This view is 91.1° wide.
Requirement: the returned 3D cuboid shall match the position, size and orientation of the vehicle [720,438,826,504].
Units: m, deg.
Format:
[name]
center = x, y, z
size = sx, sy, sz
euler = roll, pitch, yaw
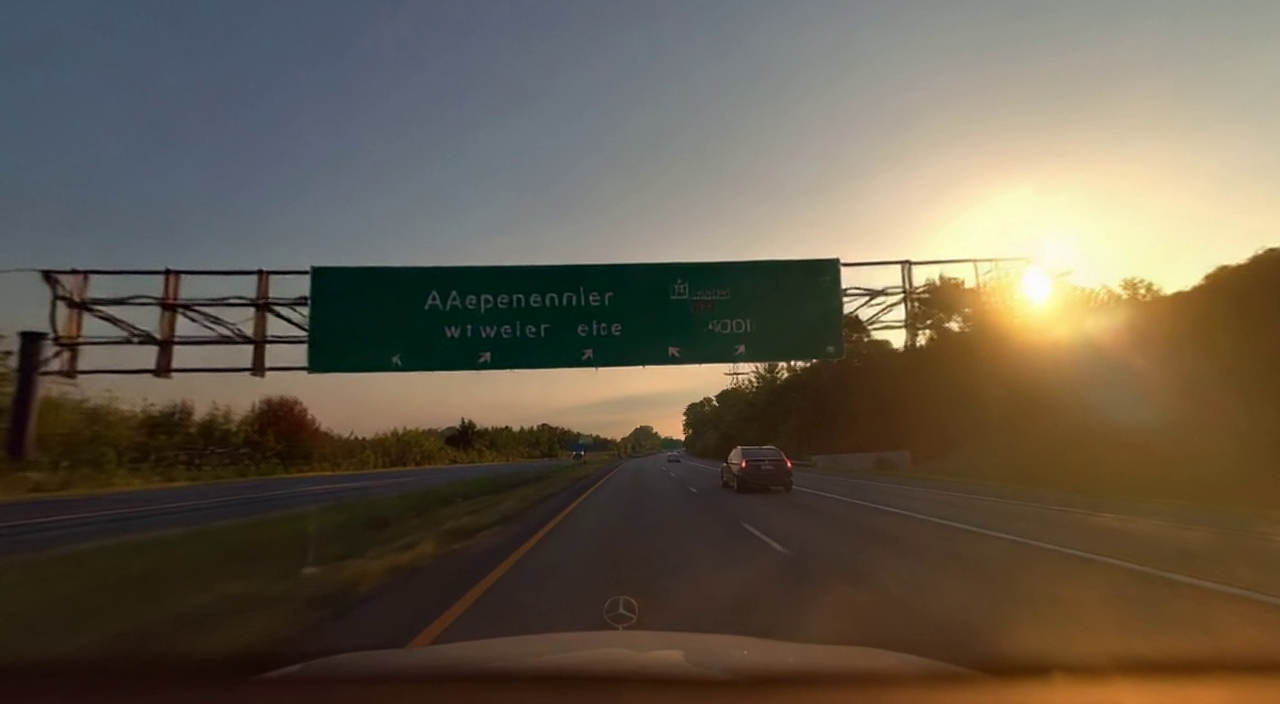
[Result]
[vehicle]
center = 3.495, 3.200, 17.291
size = 2.024, 1.579, 3.707
euler = 0, -9, -1
